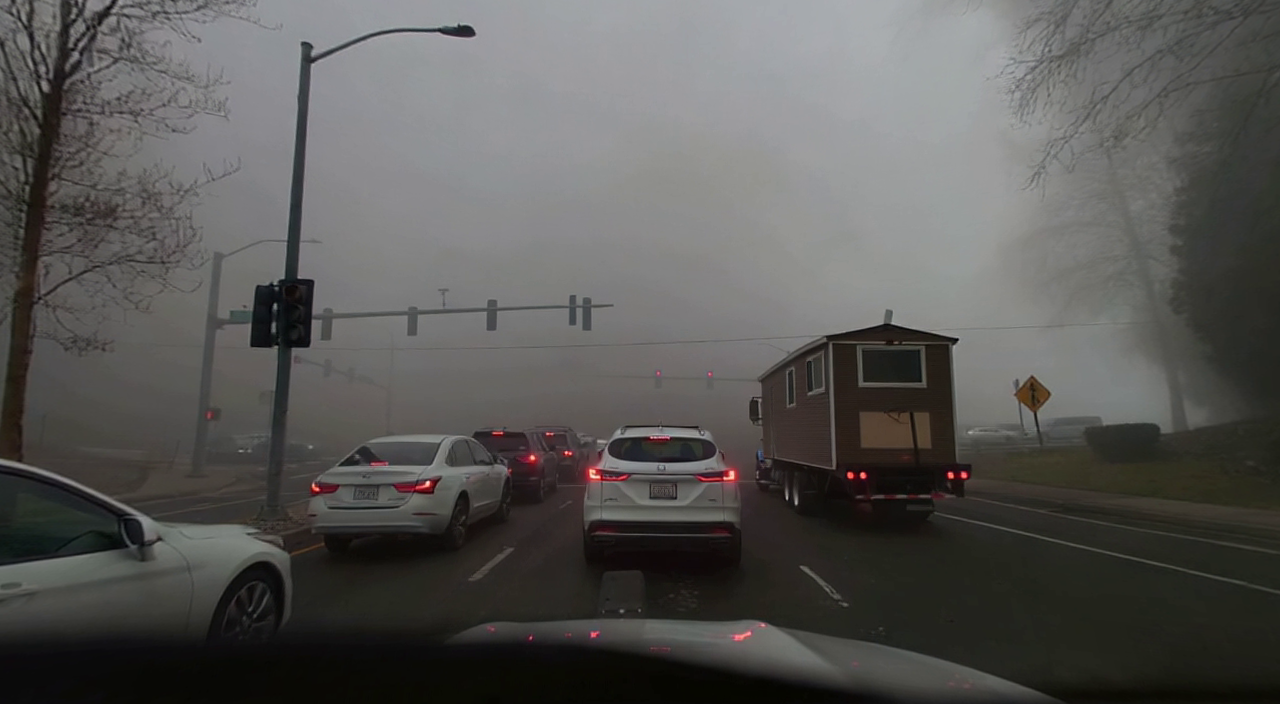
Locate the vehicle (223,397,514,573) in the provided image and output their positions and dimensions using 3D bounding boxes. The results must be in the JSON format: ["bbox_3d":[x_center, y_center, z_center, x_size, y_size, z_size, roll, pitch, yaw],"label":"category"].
[{"bbox_3d":[-3.271,1.713,8.842,2.085,1.812,4.388,0,-9,0],"label":"vehicle"}]

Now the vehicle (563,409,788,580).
[{"bbox_3d":[0.353,1.706,8.315,2.189,1.649,4.171,0,-9,0],"label":"vehicle"}]

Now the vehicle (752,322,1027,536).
[{"bbox_3d":[3.684,1.387,10.977,2.531,2.750,5.595,0,-9,1],"label":"vehicle"}]

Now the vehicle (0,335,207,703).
[{"bbox_3d":[-3.434,0.669,1.475,1.952,1.730,4.116,0,-9,-1],"label":"vehicle"}]

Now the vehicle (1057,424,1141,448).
[{"bbox_3d":[33.190,6.127,45.865,4.671,1.595,1.824,-5,-10,31],"label":"vehicle"}]
